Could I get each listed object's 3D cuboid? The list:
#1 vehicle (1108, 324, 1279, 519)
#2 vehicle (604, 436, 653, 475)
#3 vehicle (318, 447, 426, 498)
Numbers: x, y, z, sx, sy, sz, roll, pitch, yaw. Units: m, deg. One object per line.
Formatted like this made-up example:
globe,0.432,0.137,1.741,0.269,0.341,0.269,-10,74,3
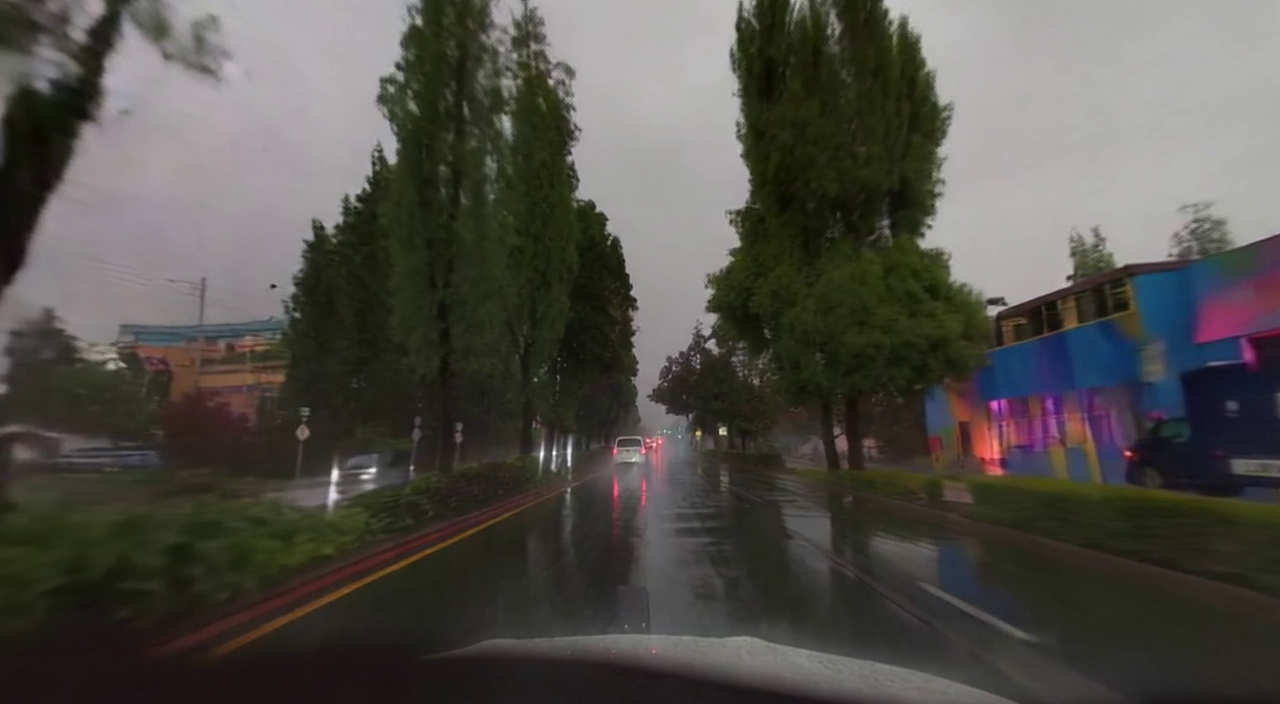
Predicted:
vehicle,13.622,1.145,11.053,2.794,3.710,10.785,-3,-8,2
vehicle,-0.464,4.905,30.063,2.129,1.713,4.314,0,-8,2
vehicle,-9.420,4.220,22.564,1.908,1.616,3.988,0,-8,3
